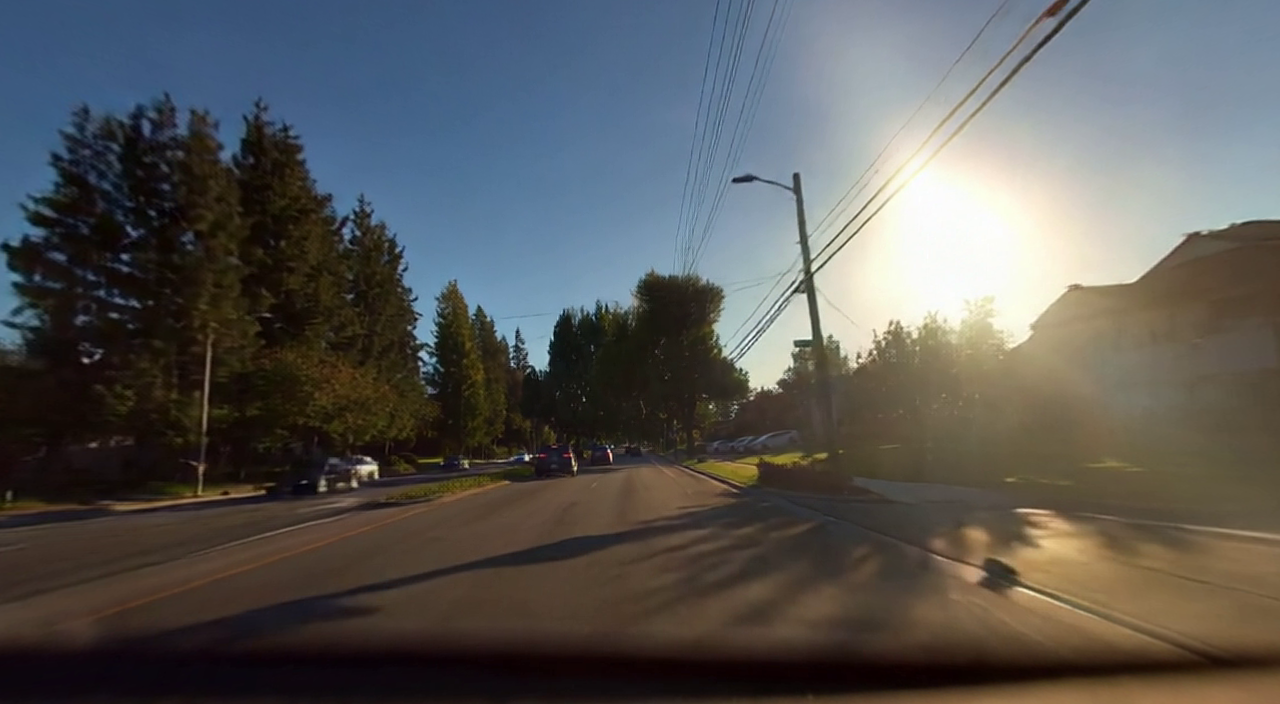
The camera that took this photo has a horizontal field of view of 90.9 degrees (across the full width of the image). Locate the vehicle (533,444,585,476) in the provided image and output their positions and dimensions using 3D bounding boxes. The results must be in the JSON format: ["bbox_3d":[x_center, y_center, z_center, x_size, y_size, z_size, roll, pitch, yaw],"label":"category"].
[{"bbox_3d":[-3.958,5.358,31.579,2.084,1.466,4.522,0,-8,-2],"label":"vehicle"}]

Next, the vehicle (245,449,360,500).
[{"bbox_3d":[-12.425,4.498,23.562,1.954,1.648,4.287,0,-8,-1],"label":"vehicle"}]

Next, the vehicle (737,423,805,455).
[{"bbox_3d":[10.221,6.827,49.453,4.610,1.853,2.265,-7,-9,-4],"label":"vehicle"}]
